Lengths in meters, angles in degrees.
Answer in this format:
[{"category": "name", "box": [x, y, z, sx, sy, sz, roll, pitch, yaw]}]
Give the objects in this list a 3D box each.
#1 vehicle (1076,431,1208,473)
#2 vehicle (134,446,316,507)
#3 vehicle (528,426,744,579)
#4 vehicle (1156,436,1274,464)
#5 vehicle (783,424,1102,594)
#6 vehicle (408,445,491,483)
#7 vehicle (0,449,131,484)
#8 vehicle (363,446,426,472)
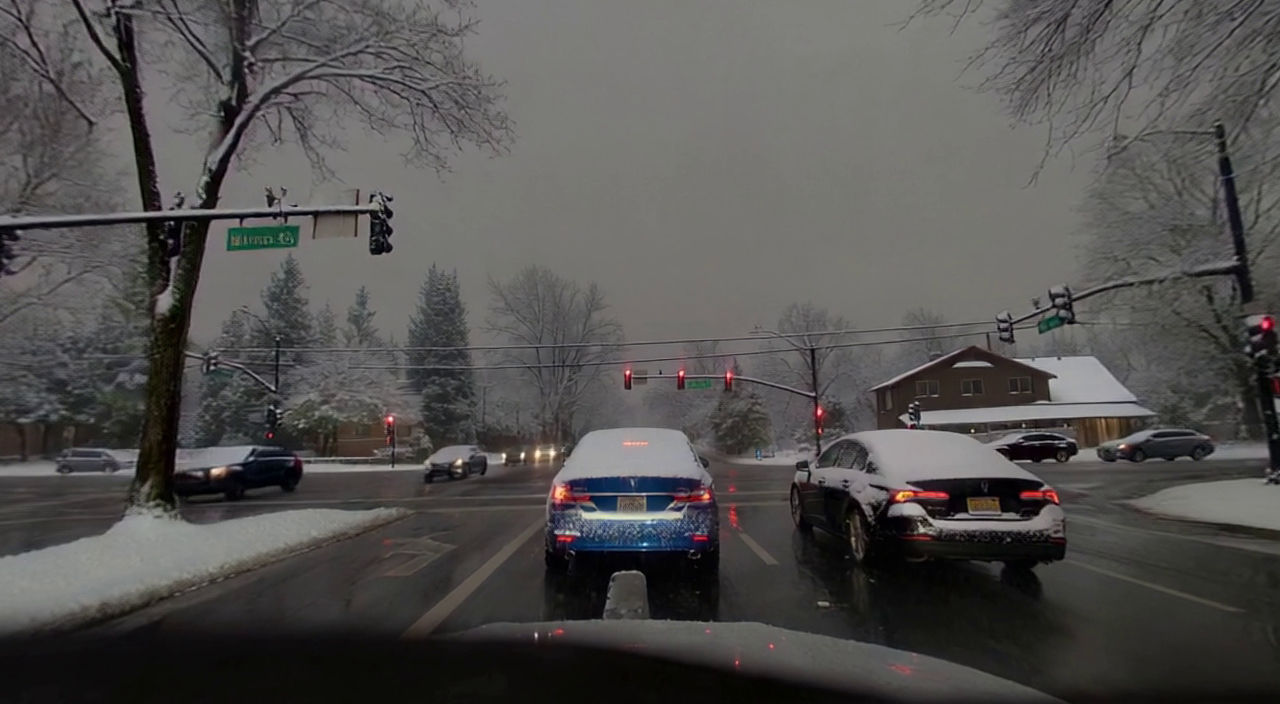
[{"category": "vehicle", "box": [24.000, 4.784, 30.327, 4.520, 1.762, 2.005, -2, -8, -1]}, {"category": "vehicle", "box": [-11.361, 3.388, 17.775, 2.125, 1.476, 4.385, 0, -8, 0]}, {"category": "vehicle", "box": [-0.053, 1.778, 8.272, 2.103, 1.478, 4.073, 0, -8, 0]}, {"category": "vehicle", "box": [30.563, 5.222, 33.659, 4.489, 1.432, 1.790, 0, -9, 0]}, {"category": "vehicle", "box": [3.183, 1.716, 7.781, 1.913, 1.505, 4.097, 0, -8, 0]}, {"category": "vehicle", "box": [-7.563, 4.482, 25.575, 2.040, 1.374, 4.150, 0, -8, 1]}, {"category": "vehicle", "box": [-28.151, 5.602, 31.064, 4.538, 1.591, 1.949, 0, -8, 1]}, {"category": "vehicle", "box": [-17.090, 7.456, 44.279, 1.893, 1.658, 4.474, -2, -9, 12]}]
